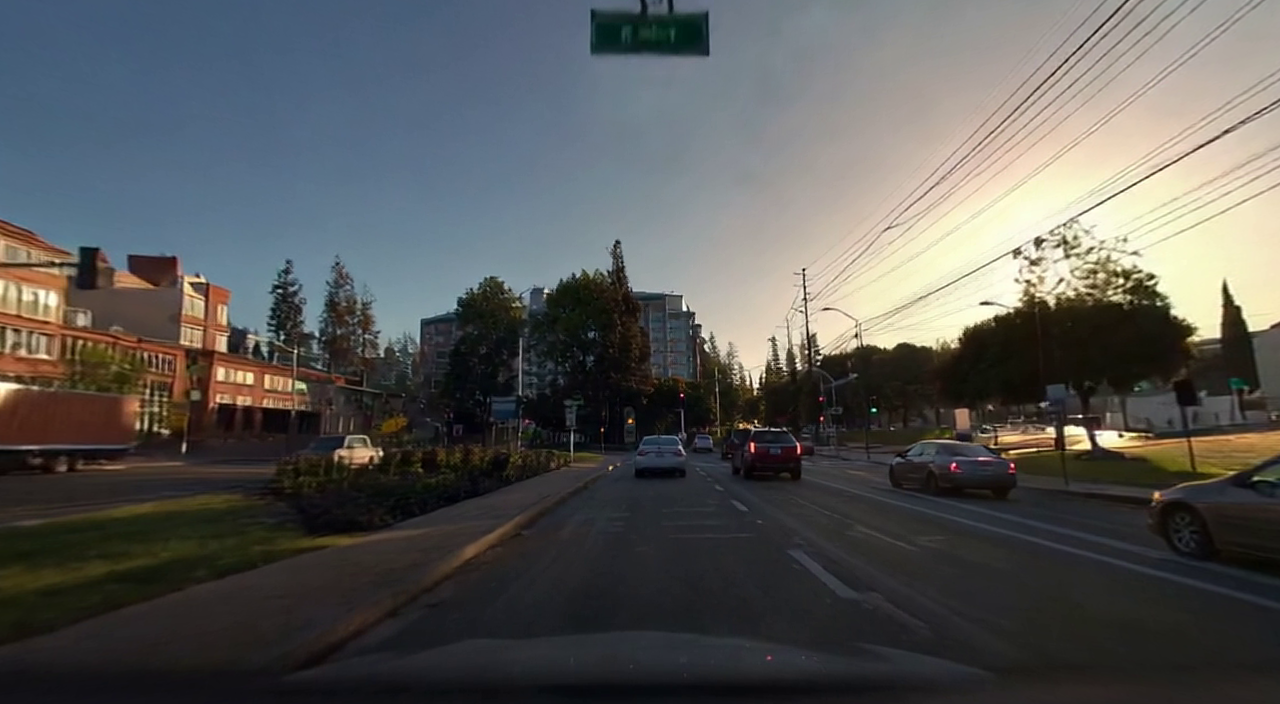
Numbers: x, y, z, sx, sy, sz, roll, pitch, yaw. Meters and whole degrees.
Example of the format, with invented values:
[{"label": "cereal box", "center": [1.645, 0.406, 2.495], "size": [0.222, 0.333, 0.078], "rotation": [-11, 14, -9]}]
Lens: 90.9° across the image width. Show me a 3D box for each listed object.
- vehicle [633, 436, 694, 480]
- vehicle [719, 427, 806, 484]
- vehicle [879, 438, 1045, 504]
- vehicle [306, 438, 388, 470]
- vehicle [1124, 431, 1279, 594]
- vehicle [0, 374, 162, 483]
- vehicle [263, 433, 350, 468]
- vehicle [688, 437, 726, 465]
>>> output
[{"label": "vehicle", "center": [0.861, 4.063, 24.463], "size": [2.168, 1.527, 4.174], "rotation": [0, -8, 1]}, {"label": "vehicle", "center": [4.223, 3.667, 22.653], "size": [2.119, 1.810, 4.848], "rotation": [0, -8, -1]}, {"label": "vehicle", "center": [8.092, 3.012, 16.459], "size": [1.882, 1.463, 4.543], "rotation": [0, -8, -1]}, {"label": "vehicle", "center": [-14.184, 4.955, 30.833], "size": [1.827, 1.469, 4.476], "rotation": [0, -8, 0]}, {"label": "vehicle", "center": [6.782, 1.405, 5.309], "size": [1.866, 1.471, 4.478], "rotation": [0, -8, 0]}, {"label": "vehicle", "center": [-21.321, 2.345, 19.308], "size": [3.354, 3.314, 12.985], "rotation": [0, -8, -1]}, {"label": "vehicle", "center": [-17.984, 5.331, 34.332], "size": [2.076, 1.762, 4.895], "rotation": [0, -8, 0]}, {"label": "vehicle", "center": [4.155, 6.220, 39.647], "size": [1.896, 1.612, 4.203], "rotation": [0, -8, 0]}]
